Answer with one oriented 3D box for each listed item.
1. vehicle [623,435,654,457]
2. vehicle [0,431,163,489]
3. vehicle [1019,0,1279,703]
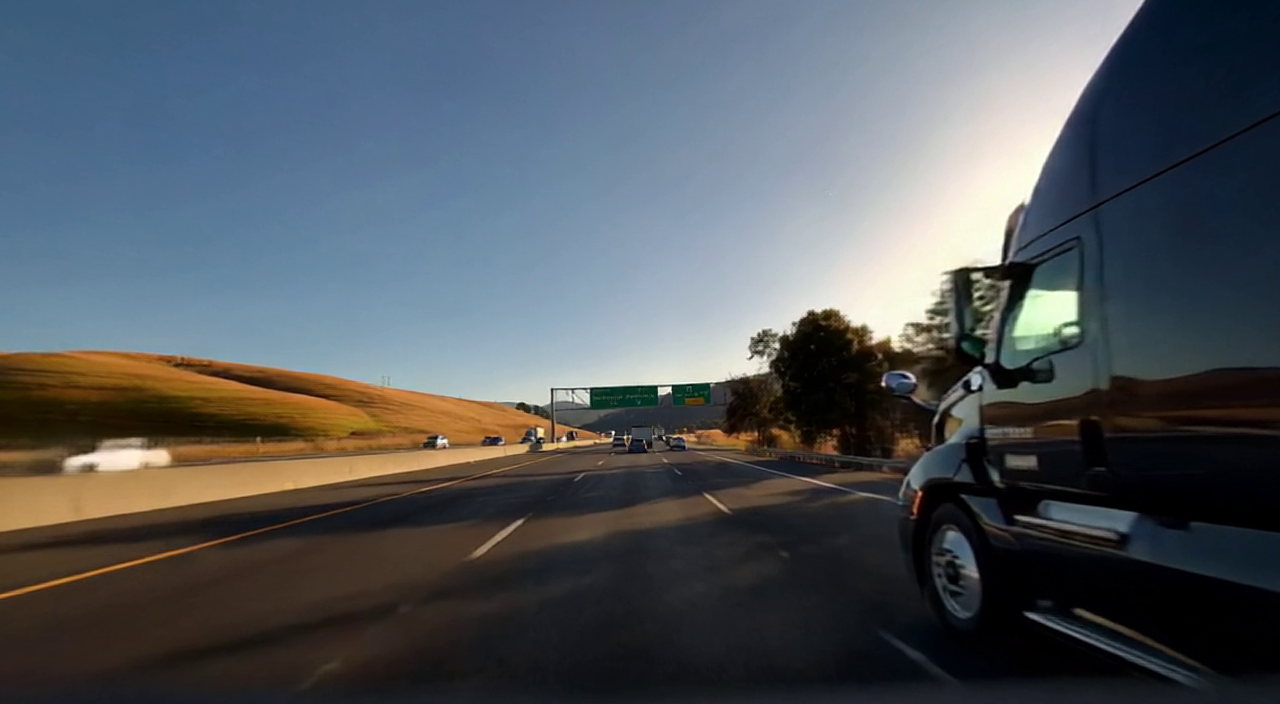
[{"bbox_3d":[-0.094,6.853,46.057,2.140,1.475,3.969,0,-8,0],"label":"vehicle"},{"bbox_3d":[-18.163,3.364,20.177,1.934,1.600,4.908,0,-8,0],"label":"vehicle"},{"bbox_3d":[3.782,-0.395,0.282,3.222,3.915,6.030,0,-8,-1],"label":"vehicle"}]
